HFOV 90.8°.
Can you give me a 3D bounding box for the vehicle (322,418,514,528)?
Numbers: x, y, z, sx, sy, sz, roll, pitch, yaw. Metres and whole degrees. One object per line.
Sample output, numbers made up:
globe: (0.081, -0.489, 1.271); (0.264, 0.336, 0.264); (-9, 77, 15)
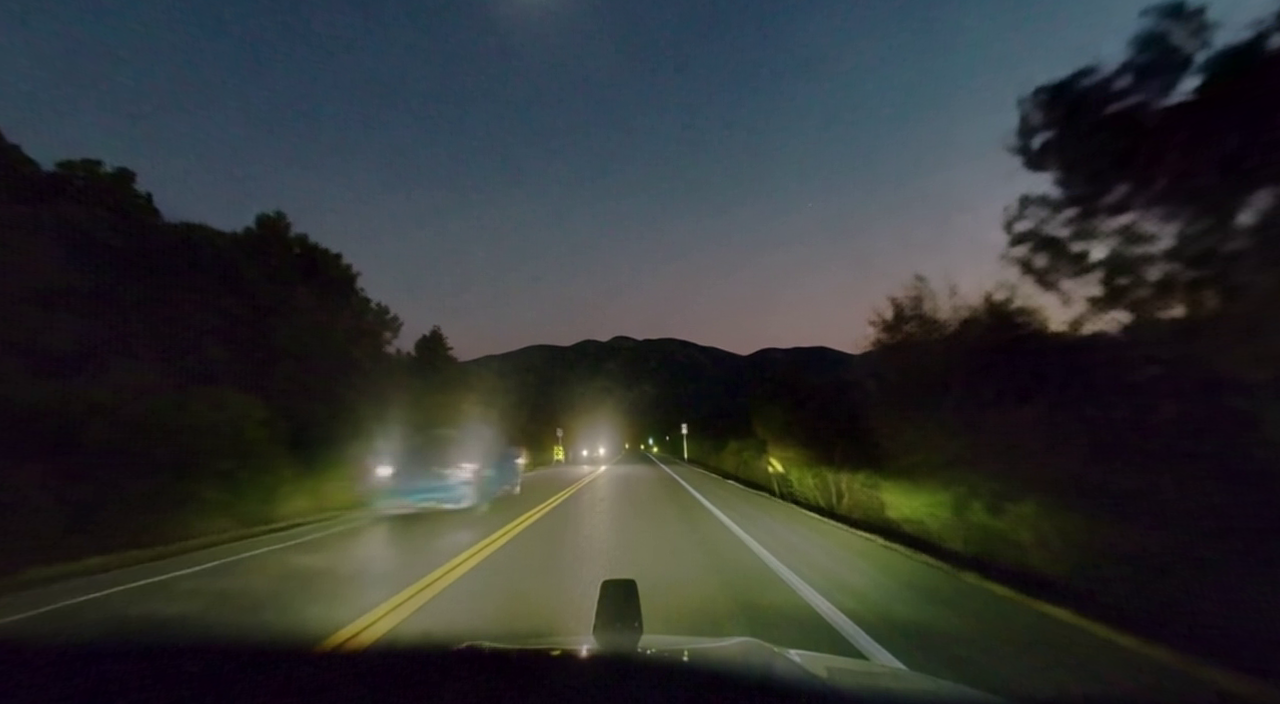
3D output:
vehicle: (-4.188, 2.374, 12.953); (2.309, 1.826, 4.542); (0, -8, 0)
